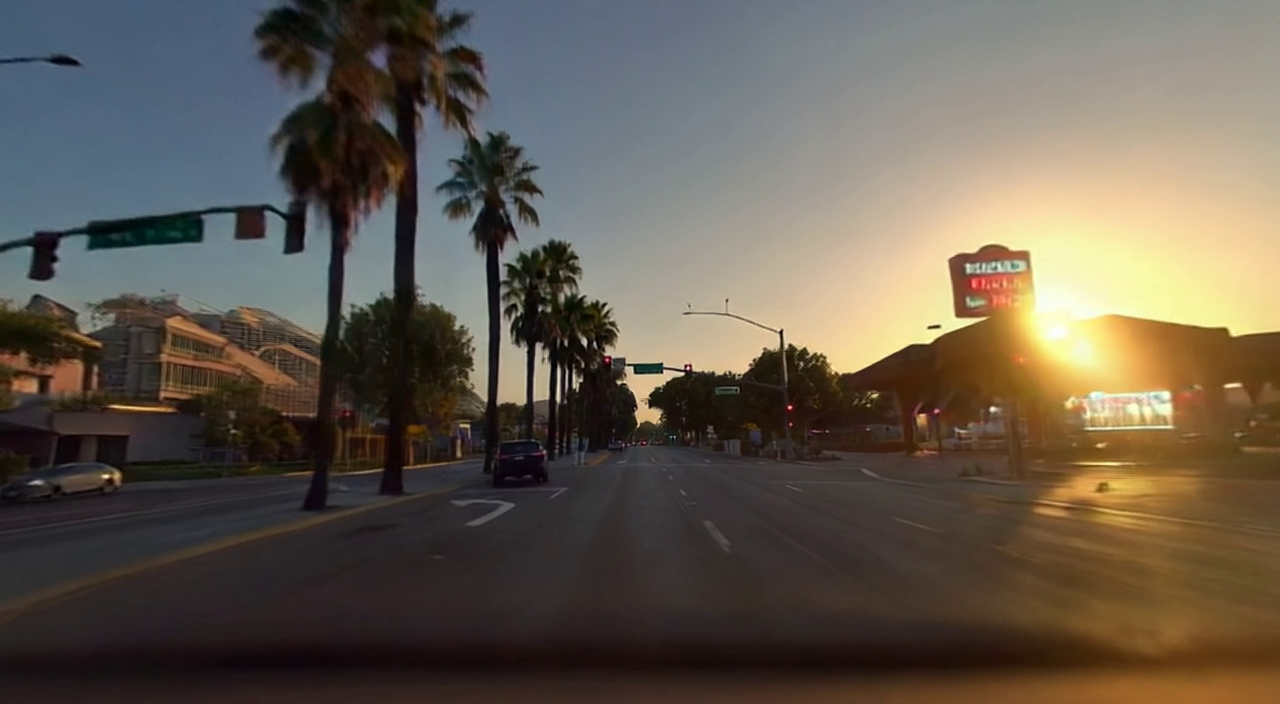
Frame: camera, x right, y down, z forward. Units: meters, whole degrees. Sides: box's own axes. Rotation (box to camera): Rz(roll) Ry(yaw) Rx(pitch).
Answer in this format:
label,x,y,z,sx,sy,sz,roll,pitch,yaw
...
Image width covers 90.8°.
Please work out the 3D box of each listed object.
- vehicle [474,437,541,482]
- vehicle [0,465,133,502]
label,x,y,z,sx,sy,sz,roll,pitch,yaw
vehicle,-5.333,4.217,25.081,1.990,1.639,3.885,3,-9,-21
vehicle,-25.163,5.631,27.204,4.854,1.406,2.060,0,-8,0
